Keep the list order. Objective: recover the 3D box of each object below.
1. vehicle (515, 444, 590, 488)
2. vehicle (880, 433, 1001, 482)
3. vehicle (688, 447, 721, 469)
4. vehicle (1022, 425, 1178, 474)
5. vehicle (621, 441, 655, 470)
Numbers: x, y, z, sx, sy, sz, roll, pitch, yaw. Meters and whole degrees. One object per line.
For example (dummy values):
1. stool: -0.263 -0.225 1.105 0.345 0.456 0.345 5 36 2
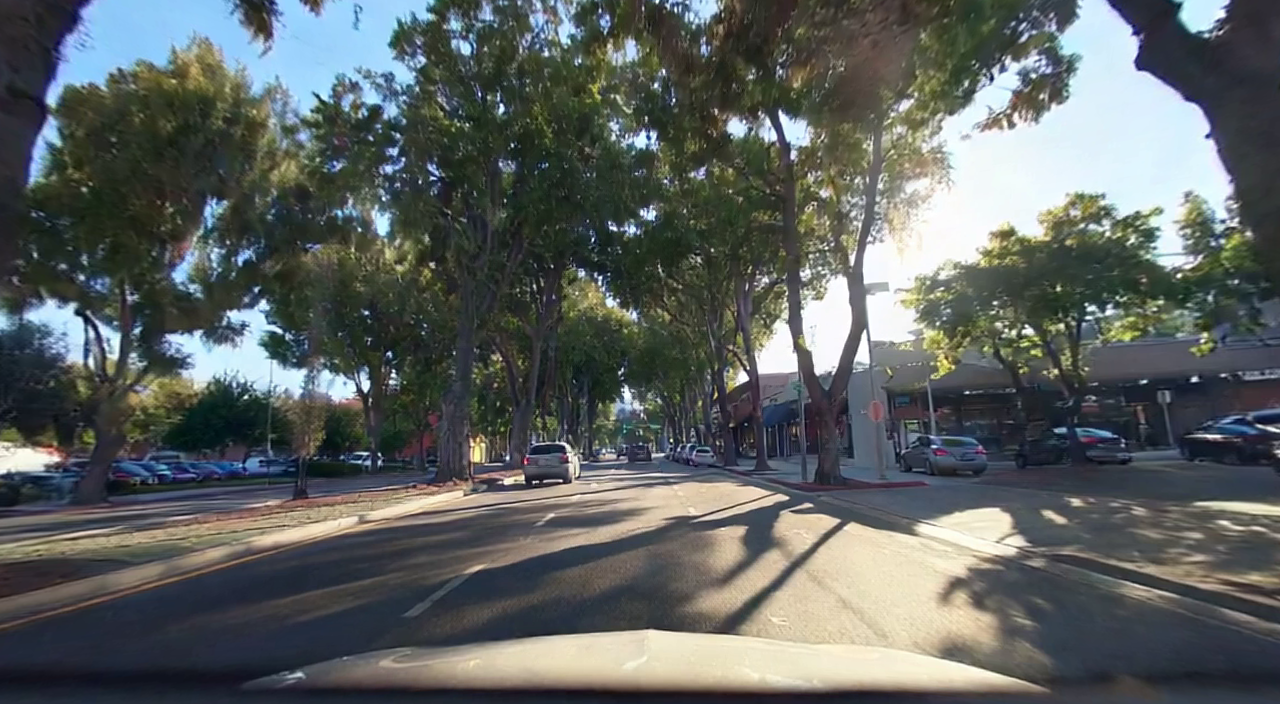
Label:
1. vehicle: -3.214 4.314 24.246 2.151 1.484 4.468 0 -9 1
2. vehicle: 10.254 3.637 21.956 1.998 1.494 4.411 0 -9 -1
3. vehicle: 4.543 7.551 45.115 1.896 1.451 4.329 0 -9 0
4. vehicle: 15.515 3.340 21.637 2.000 1.494 4.382 0 -9 0
5. vehicle: -0.153 6.584 40.301 2.075 1.770 4.018 0 -9 -1
